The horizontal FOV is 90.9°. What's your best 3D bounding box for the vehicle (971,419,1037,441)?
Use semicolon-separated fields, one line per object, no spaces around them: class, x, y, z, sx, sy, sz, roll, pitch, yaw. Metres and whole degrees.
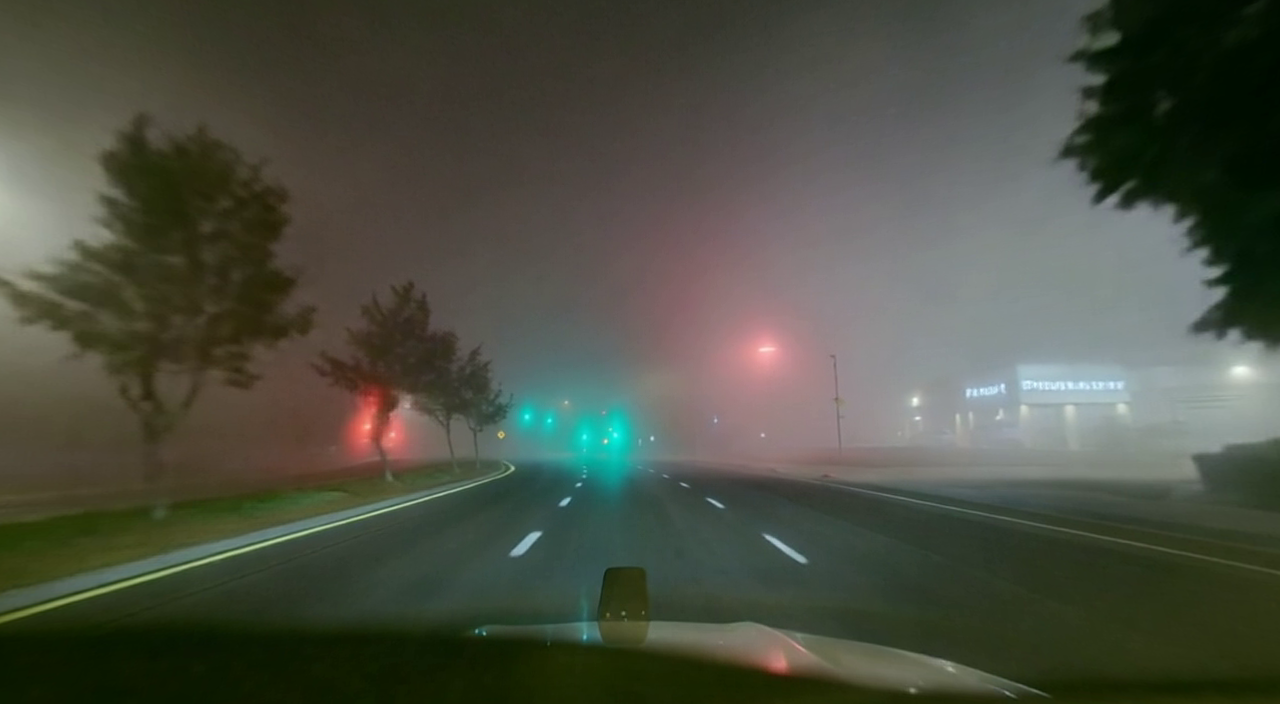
vehicle;26.560;5.722;46.152;1.808;1.485;4.467;1;-8;-6
